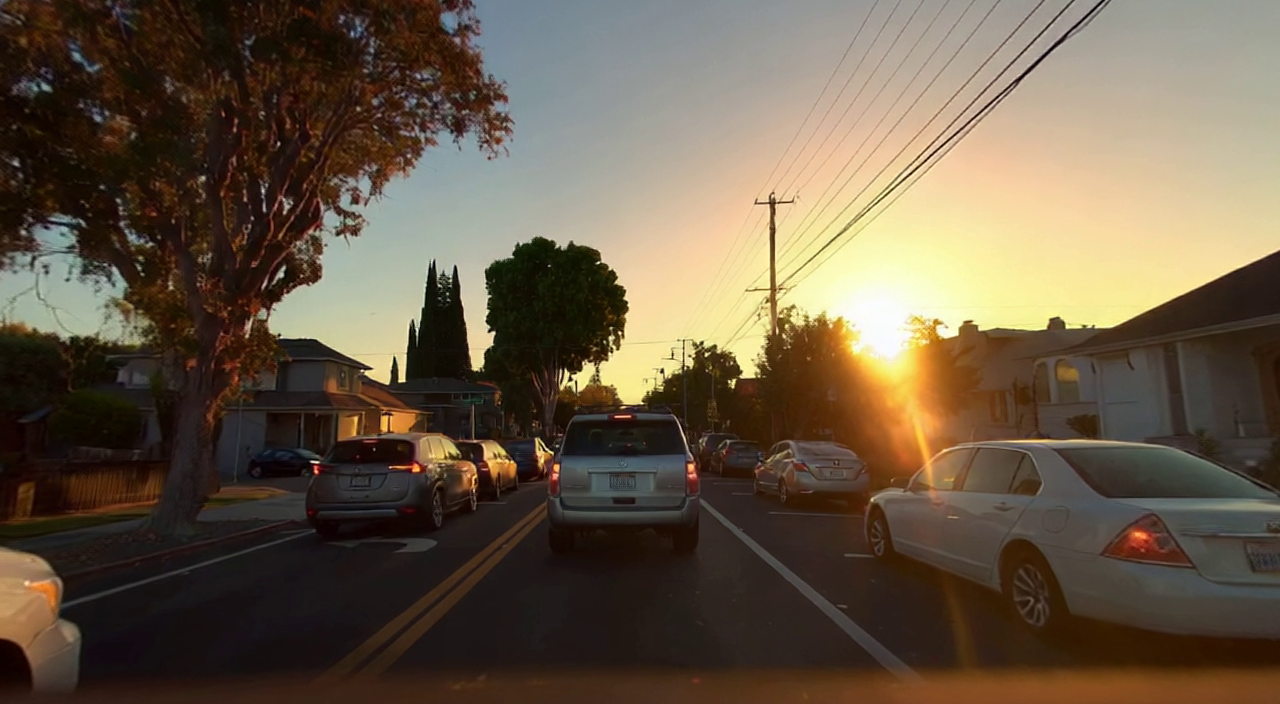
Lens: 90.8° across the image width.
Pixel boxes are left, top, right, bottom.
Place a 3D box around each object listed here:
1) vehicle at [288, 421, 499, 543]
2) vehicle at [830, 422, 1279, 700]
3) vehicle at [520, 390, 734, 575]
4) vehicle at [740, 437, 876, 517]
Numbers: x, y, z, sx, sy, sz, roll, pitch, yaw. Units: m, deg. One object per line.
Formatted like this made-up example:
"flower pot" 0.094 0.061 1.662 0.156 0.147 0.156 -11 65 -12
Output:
"vehicle" -3.724 2.026 10.514 1.864 1.576 4.324 0 -8 -2
"vehicle" 3.471 1.465 5.772 1.977 1.480 4.589 0 -8 -1
"vehicle" -0.213 1.629 8.616 2.164 1.867 4.254 0 -8 -2
"vehicle" 3.480 2.643 13.888 1.880 1.476 3.932 0 -8 0
